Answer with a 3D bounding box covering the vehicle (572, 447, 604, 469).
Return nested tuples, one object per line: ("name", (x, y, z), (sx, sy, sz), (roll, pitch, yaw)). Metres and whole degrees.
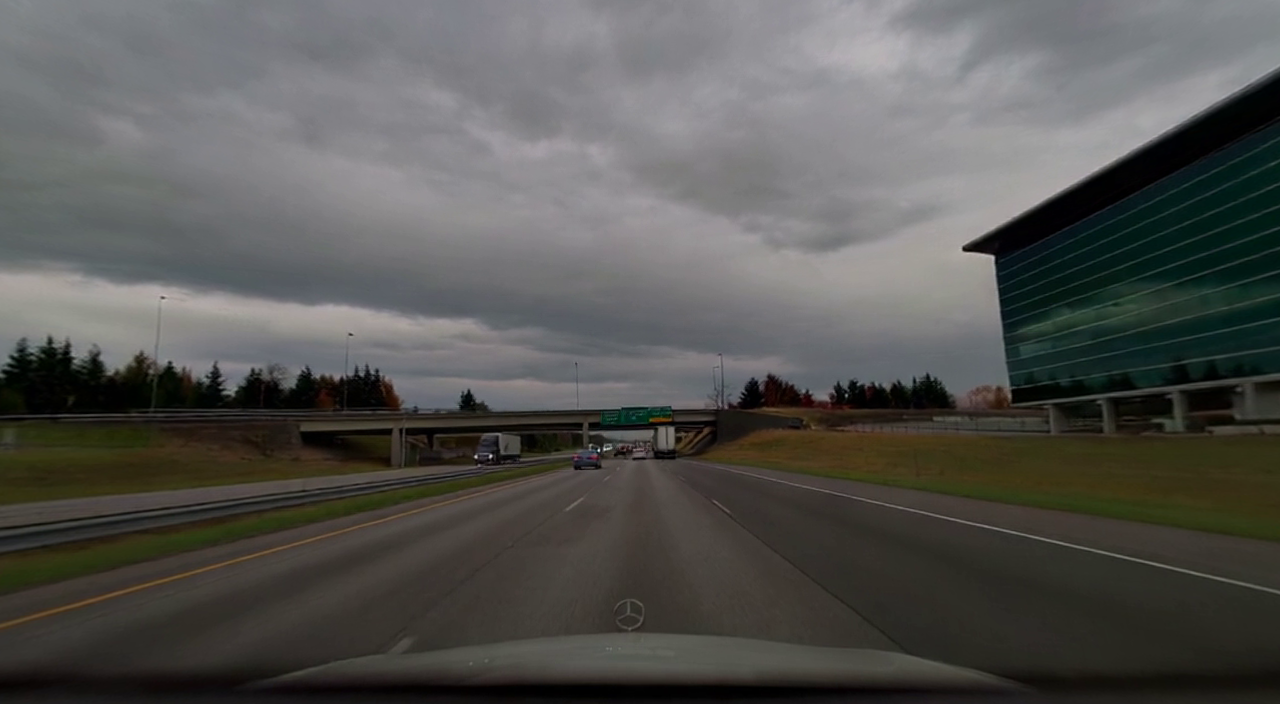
("vehicle", (-3.894, 7.995, 47.675), (2.042, 1.506, 4.211), (0, -9, 0))
